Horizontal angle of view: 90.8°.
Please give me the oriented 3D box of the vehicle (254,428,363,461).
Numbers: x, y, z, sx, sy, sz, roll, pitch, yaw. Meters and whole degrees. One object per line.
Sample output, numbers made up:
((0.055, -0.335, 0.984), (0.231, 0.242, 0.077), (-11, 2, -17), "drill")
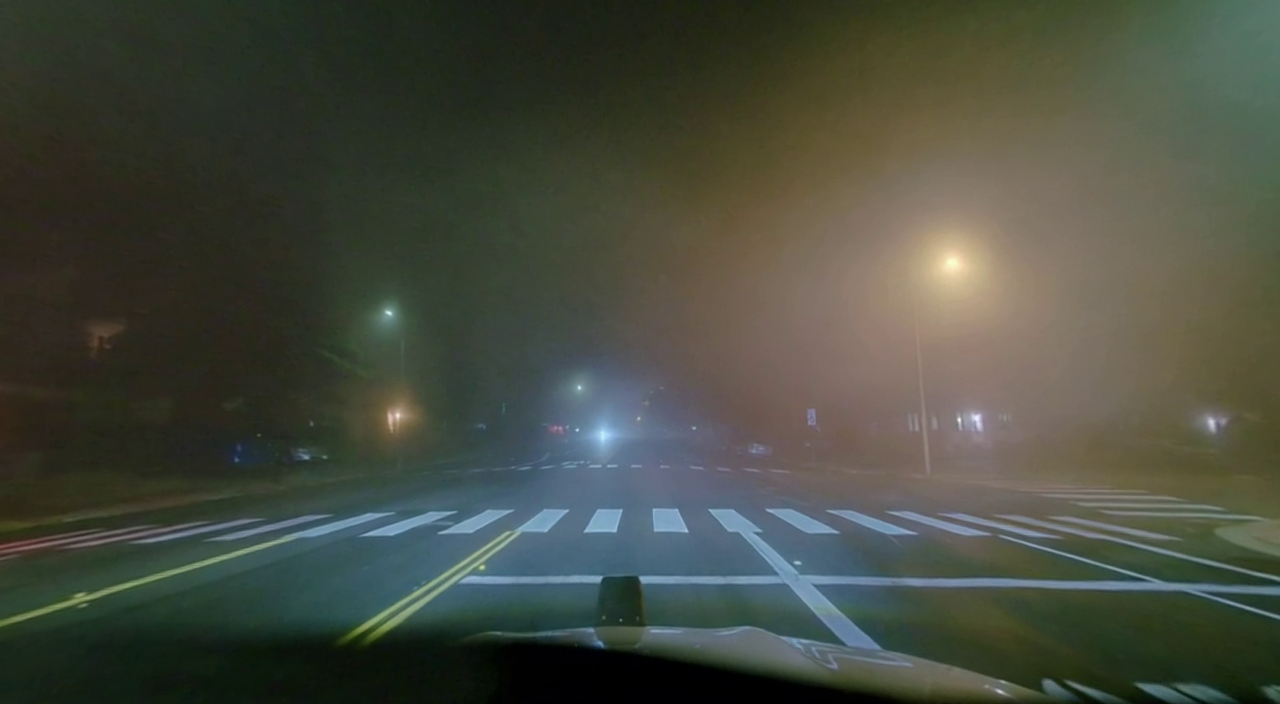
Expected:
((-17.972, 5.055, 34.427), (4.743, 1.734, 1.994), (0, -9, 0), "vehicle")

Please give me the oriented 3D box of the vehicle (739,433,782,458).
((7.970, 6.285, 42.211), (2.029, 1.554, 4.705), (0, -9, 1), "vehicle")

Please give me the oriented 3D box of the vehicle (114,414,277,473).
((-17.939, 3.712, 25.733), (4.800, 2.259, 2.303), (0, -9, -1), "vehicle")
